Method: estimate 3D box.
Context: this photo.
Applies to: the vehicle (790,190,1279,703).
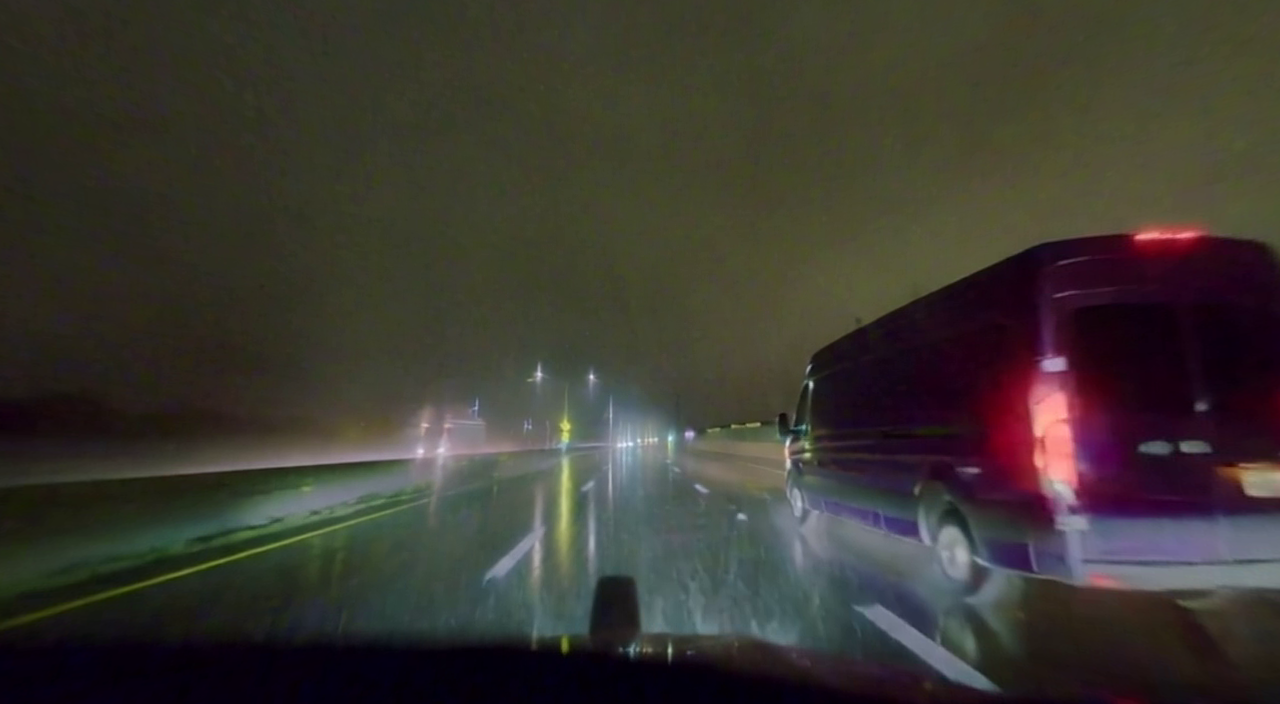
[{"bbox_3d":[3.735,0.914,6.722,2.431,2.667,6.921,0,-8,-1],"label":"vehicle"}]
